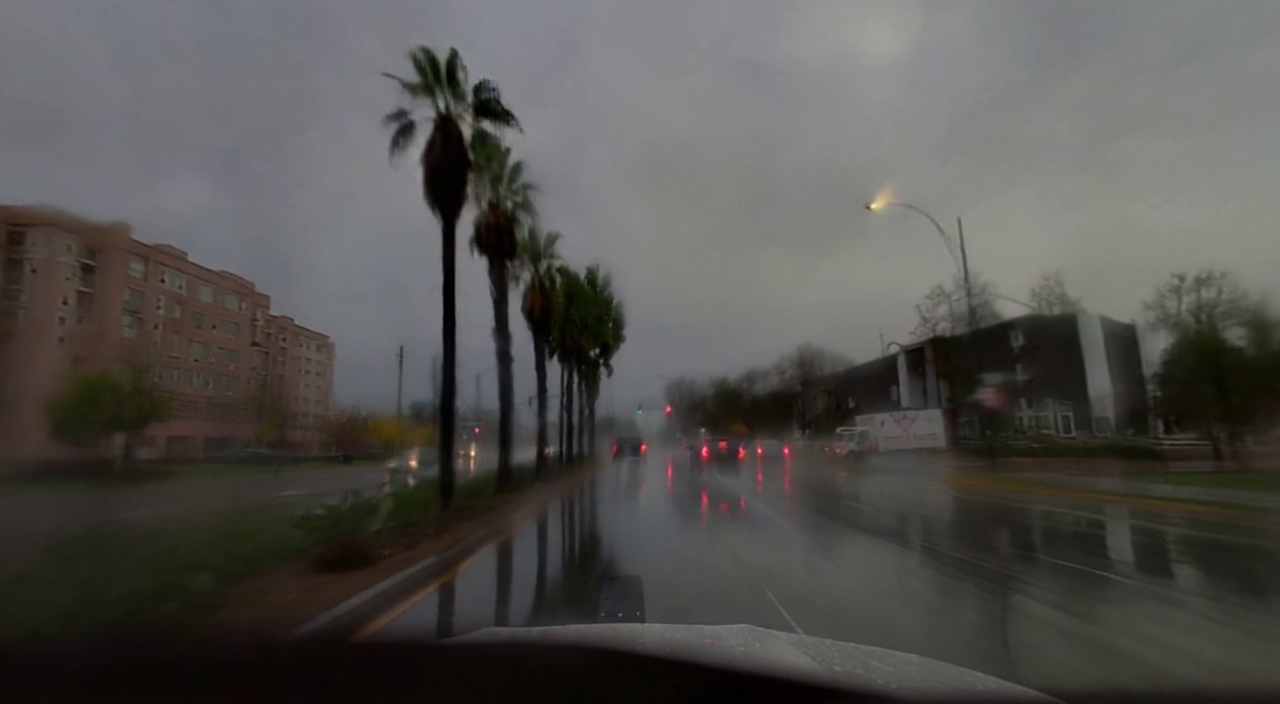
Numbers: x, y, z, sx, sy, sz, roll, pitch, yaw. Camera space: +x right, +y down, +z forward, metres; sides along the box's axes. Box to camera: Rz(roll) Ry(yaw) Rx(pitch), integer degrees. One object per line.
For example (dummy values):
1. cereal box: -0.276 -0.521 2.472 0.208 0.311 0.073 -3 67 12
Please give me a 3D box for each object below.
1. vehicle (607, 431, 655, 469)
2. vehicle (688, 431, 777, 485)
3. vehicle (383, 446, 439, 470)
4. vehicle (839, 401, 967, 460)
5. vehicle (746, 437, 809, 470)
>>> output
1. vehicle: -0.443 4.969 32.027 2.277 1.816 4.192 0 -8 -1
2. vehicle: 2.955 3.525 21.256 2.195 1.590 4.668 0 -8 -1
3. vehicle: -14.997 6.946 41.468 1.887 1.454 4.588 0 -8 1
4. vehicle: 17.479 5.296 42.143 7.270 3.743 2.677 1 -8 -3
5. vehicle: 6.658 4.982 31.059 1.975 1.483 4.769 0 -8 -1
